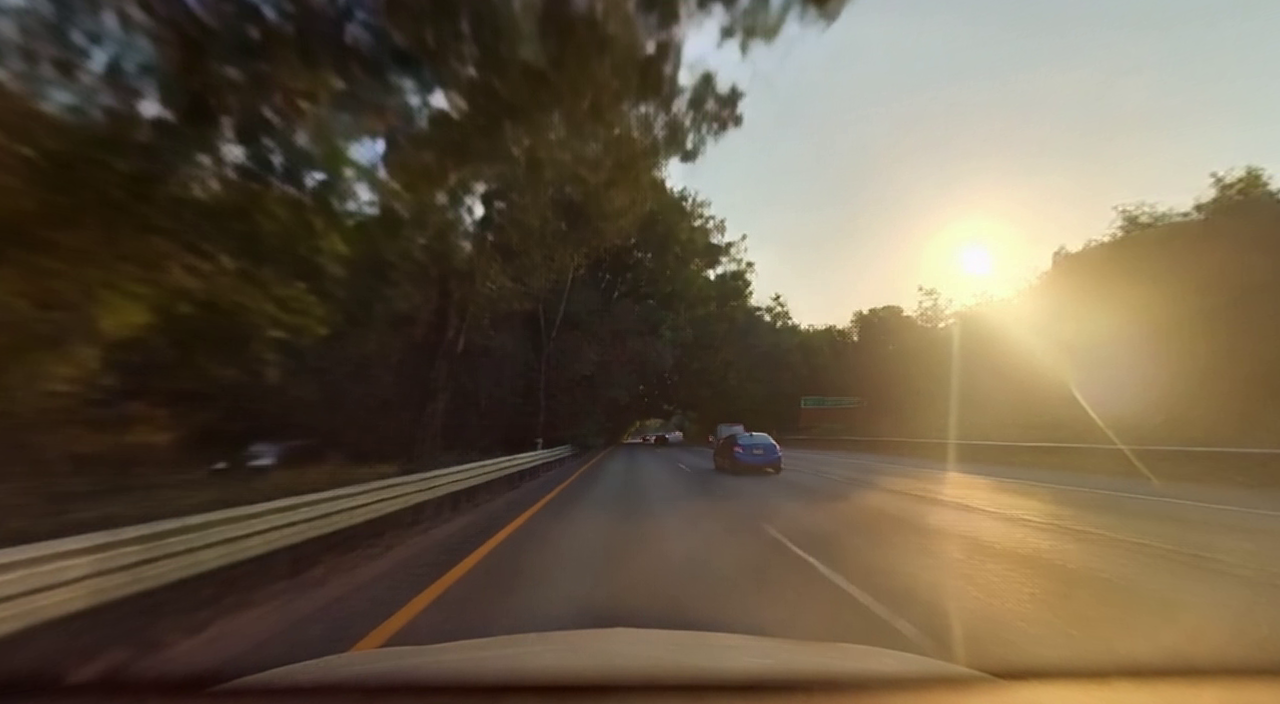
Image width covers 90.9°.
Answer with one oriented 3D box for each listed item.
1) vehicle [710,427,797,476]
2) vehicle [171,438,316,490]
[{"bbox_3d":[3.761,3.386,21.767,2.017,1.502,4.369,0,-8,-2],"label":"vehicle"},{"bbox_3d":[-13.843,3.895,22.457,2.019,1.603,4.890,0,-8,-1],"label":"vehicle"}]
